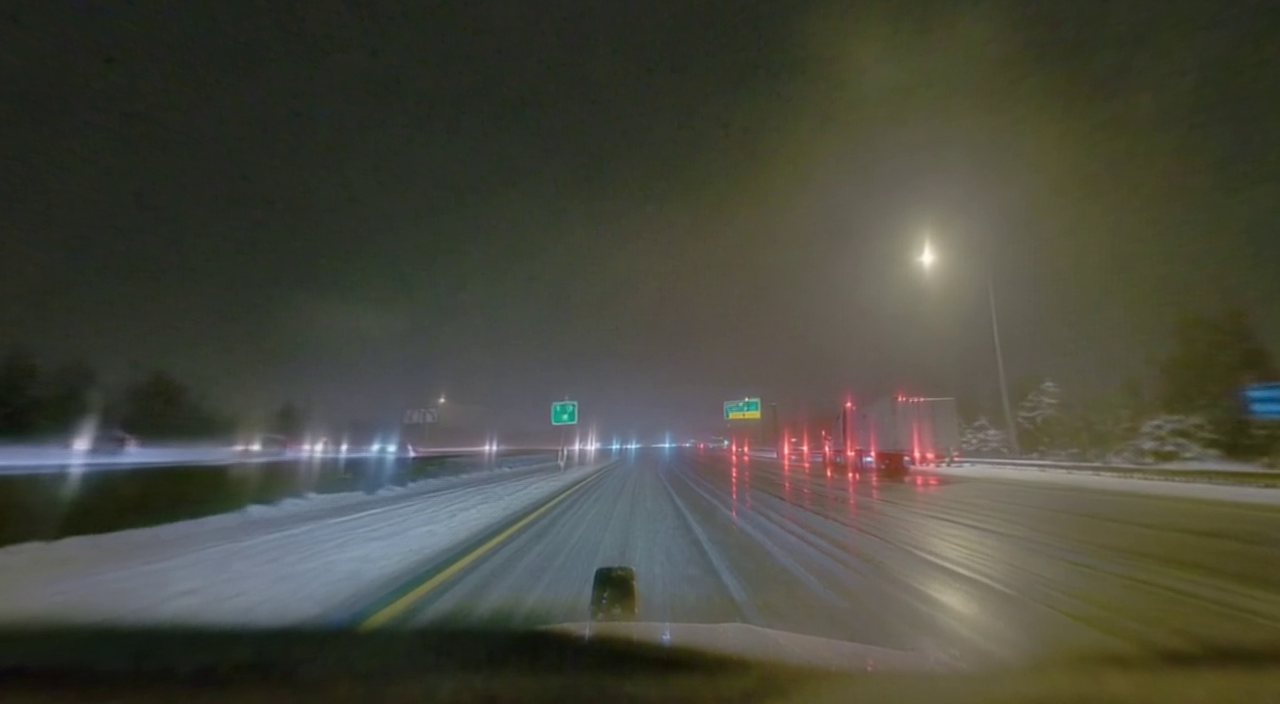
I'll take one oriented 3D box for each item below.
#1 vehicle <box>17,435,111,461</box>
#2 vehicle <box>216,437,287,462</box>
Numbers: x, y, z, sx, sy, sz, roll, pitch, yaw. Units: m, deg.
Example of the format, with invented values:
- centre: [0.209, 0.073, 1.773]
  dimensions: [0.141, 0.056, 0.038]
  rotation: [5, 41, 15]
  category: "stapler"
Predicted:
- centre: [-40.616, 6.787, 44.738]
  dimensions: [2.007, 1.672, 4.834]
  rotation: [0, -8, 2]
  category: "vehicle"
- centre: [-29.252, 7.360, 47.802]
  dimensions: [2.064, 1.782, 5.006]
  rotation: [0, -8, 1]
  category: "vehicle"
